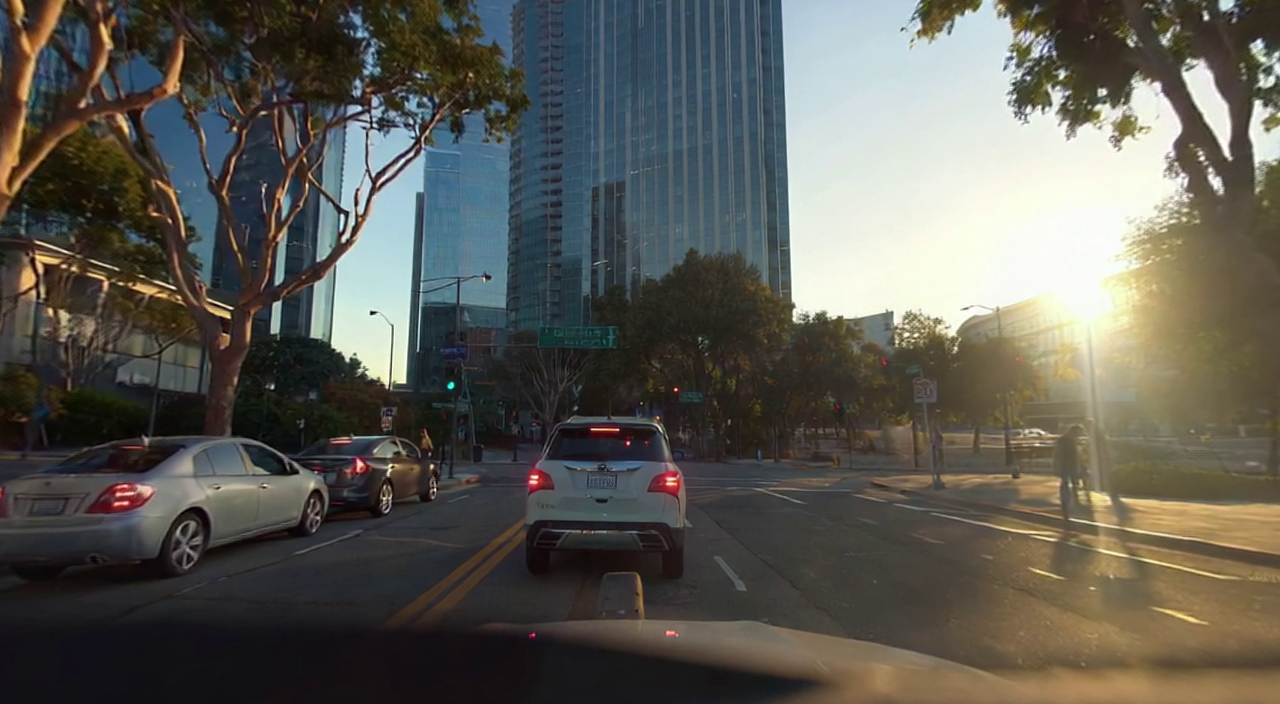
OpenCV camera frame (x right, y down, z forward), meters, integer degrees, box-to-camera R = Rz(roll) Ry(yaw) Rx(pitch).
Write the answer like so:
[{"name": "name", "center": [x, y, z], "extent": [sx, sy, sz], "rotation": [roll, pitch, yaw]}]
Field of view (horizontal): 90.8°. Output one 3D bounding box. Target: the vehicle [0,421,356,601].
[{"name": "vehicle", "center": [-5.741, 1.854, 8.332], "extent": [1.904, 1.684, 4.529], "rotation": [0, -9, -1]}]

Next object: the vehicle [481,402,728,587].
[{"name": "vehicle", "center": [-0.306, 1.604, 7.847], "extent": [2.258, 1.687, 3.934], "rotation": [0, -9, 1]}]

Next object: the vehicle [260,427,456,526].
[{"name": "vehicle", "center": [-5.869, 2.636, 14.020], "extent": [2.077, 1.791, 4.751], "rotation": [0, -9, 1]}]
